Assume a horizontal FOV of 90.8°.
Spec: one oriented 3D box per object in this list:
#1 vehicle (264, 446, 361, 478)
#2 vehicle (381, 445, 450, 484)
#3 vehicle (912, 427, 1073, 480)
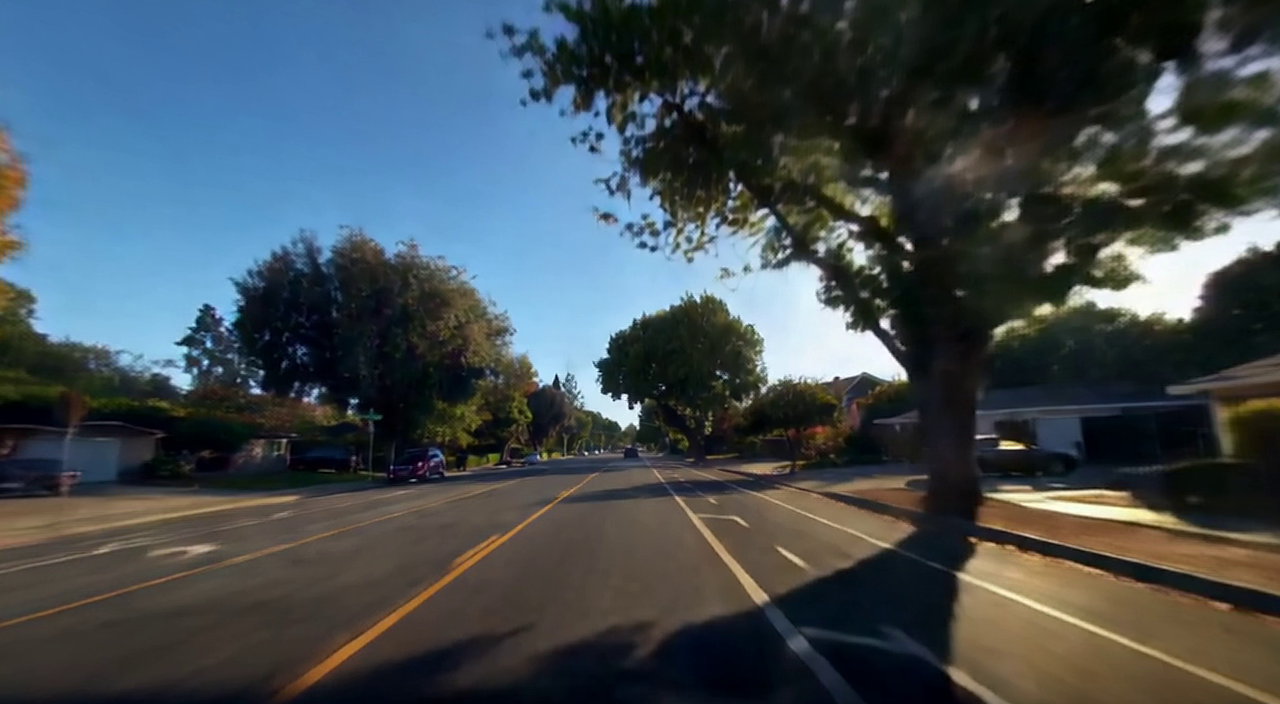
[{"bbox_3d":[-19.579,6.580,37.950,4.668,1.824,1.999,0,-9,-1],"label":"vehicle"},{"bbox_3d":[-11.975,6.041,34.066,2.062,1.821,4.880,-3,-10,-1],"label":"vehicle"},{"bbox_3d":[12.020,3.490,21.813,4.194,1.680,2.150,-1,-8,1],"label":"vehicle"}]
